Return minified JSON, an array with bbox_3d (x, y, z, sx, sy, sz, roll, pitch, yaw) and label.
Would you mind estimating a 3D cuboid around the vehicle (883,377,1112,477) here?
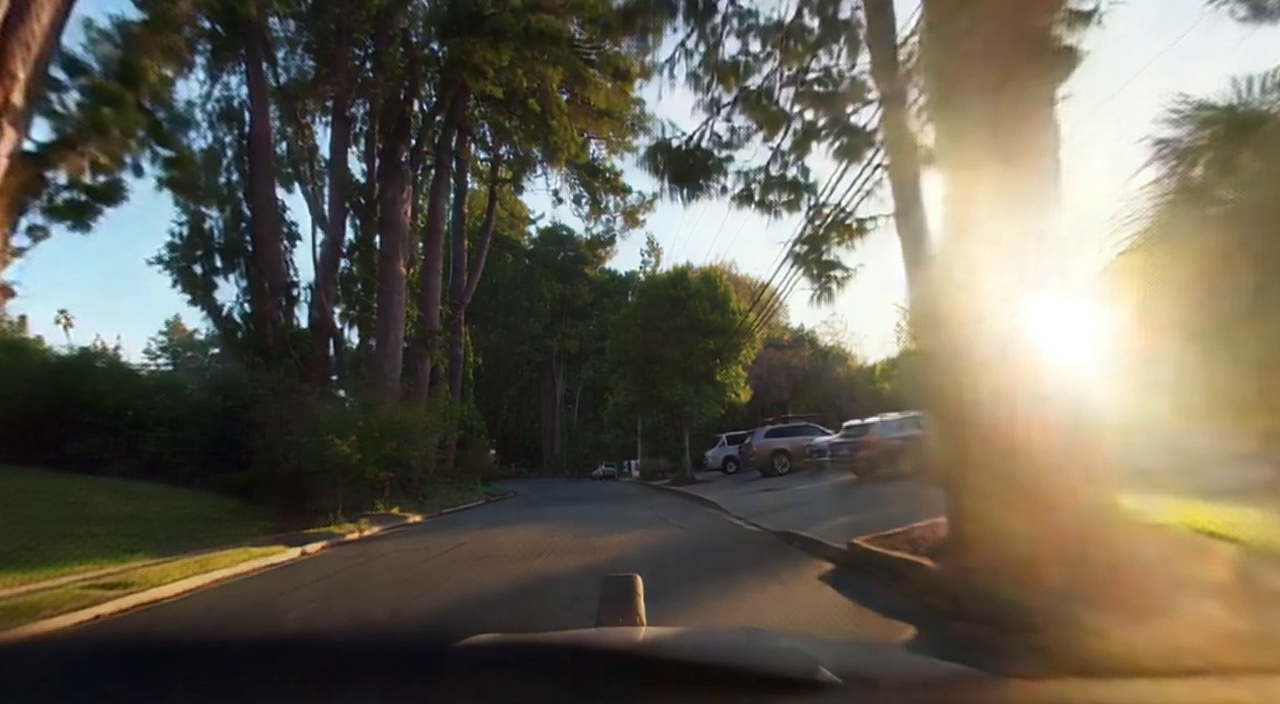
[{"bbox_3d":[8.127,1.750,14.366,4.780,1.984,1.896,4,-9,-23],"label":"vehicle"}]
